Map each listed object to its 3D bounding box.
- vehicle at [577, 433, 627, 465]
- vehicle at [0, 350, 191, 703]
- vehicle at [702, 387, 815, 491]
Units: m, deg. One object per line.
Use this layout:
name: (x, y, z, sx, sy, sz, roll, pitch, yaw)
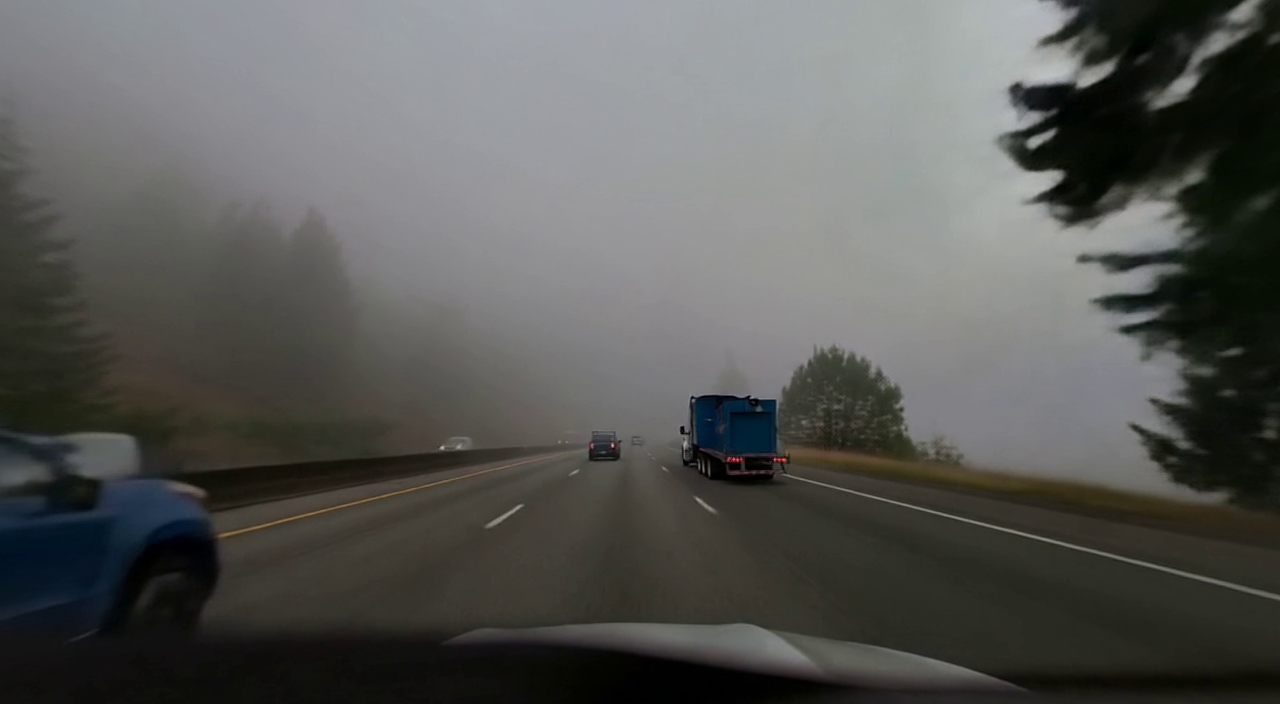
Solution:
vehicle: (-1.882, 5.036, 33.033, 2.195, 1.529, 4.572, 0, -8, 2)
vehicle: (-3.125, 0.625, 0.852, 2.008, 1.588, 4.147, 0, -8, -1)
vehicle: (3.136, 2.418, 17.692, 2.256, 2.568, 4.049, 0, -8, -1)
